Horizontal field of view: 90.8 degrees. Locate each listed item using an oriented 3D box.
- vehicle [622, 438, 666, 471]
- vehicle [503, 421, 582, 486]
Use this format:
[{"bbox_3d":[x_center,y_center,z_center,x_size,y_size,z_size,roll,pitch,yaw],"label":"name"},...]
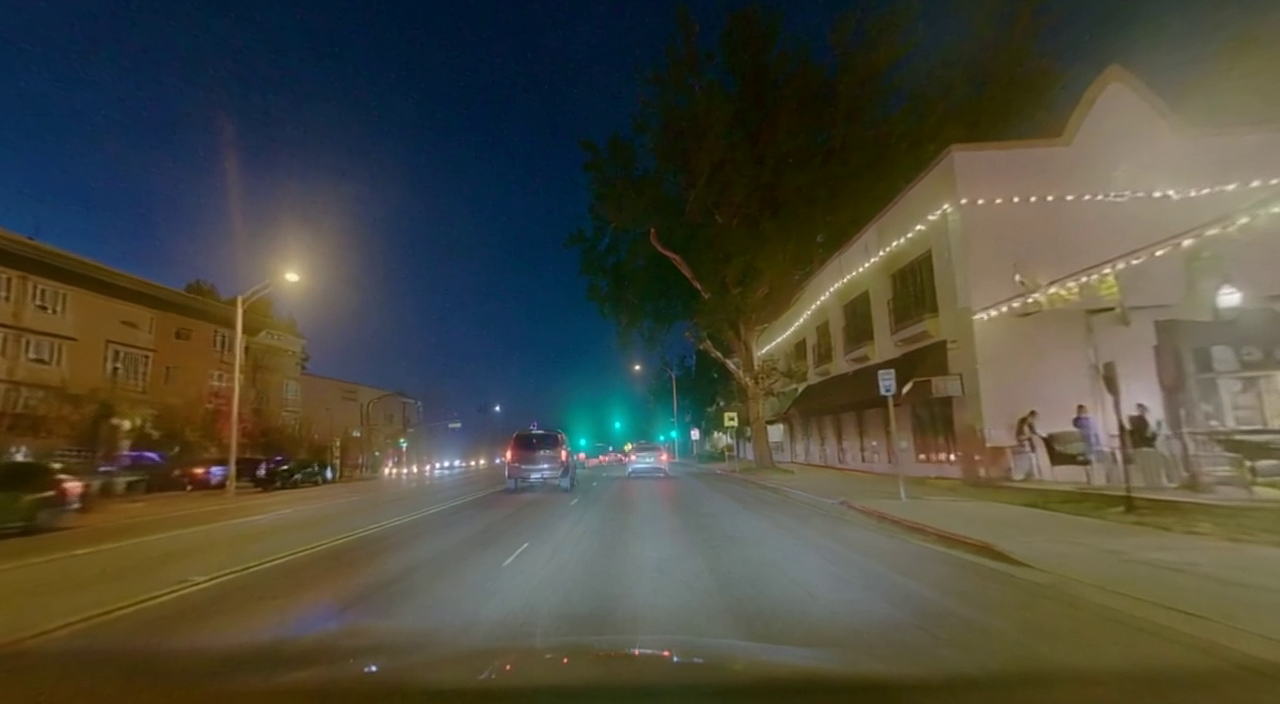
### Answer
[{"bbox_3d":[0.160,5.527,34.115,2.126,1.657,4.132,0,-9,-3],"label":"vehicle"},{"bbox_3d":[-3.445,3.732,23.355,2.213,2.123,5.124,0,-9,-1],"label":"vehicle"}]
